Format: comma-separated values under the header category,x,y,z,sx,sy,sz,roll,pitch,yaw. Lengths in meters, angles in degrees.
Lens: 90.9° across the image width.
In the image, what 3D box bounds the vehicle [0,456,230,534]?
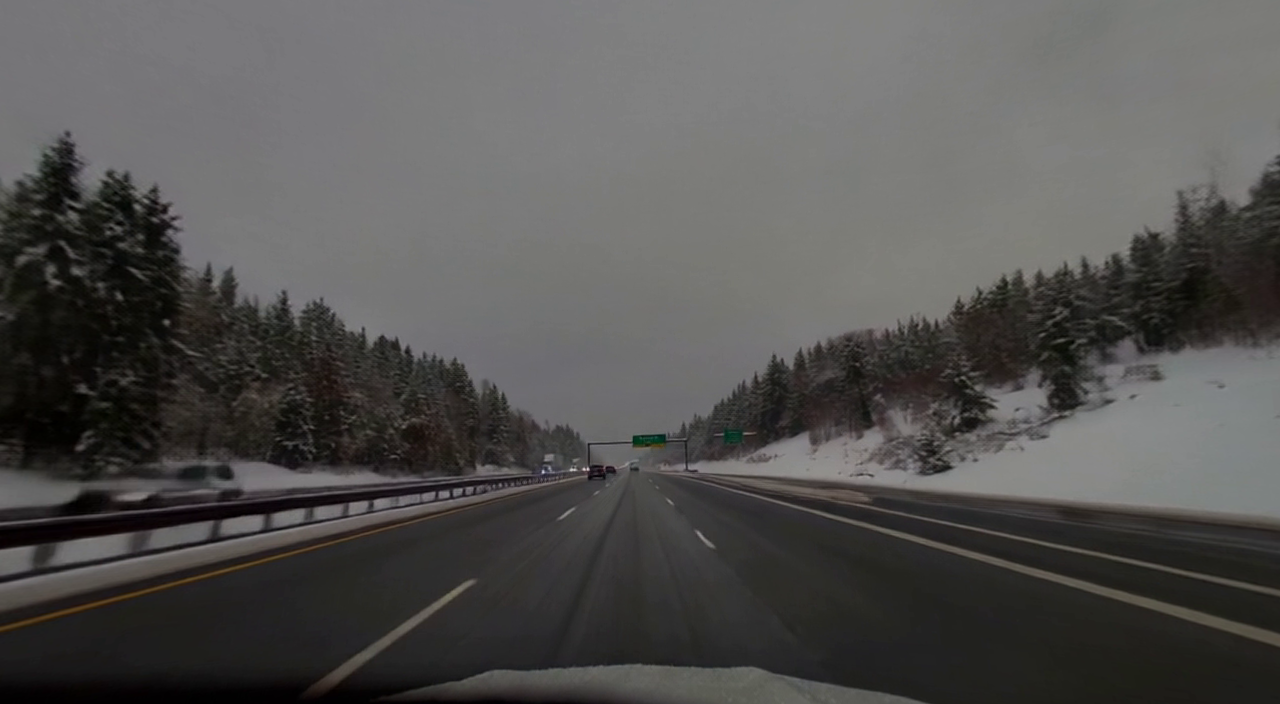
category,x,y,z,sx,sy,sz,roll,pitch,yaw
vehicle,-12.118,3.295,14.932,1.864,1.517,4.275,1,-11,0
